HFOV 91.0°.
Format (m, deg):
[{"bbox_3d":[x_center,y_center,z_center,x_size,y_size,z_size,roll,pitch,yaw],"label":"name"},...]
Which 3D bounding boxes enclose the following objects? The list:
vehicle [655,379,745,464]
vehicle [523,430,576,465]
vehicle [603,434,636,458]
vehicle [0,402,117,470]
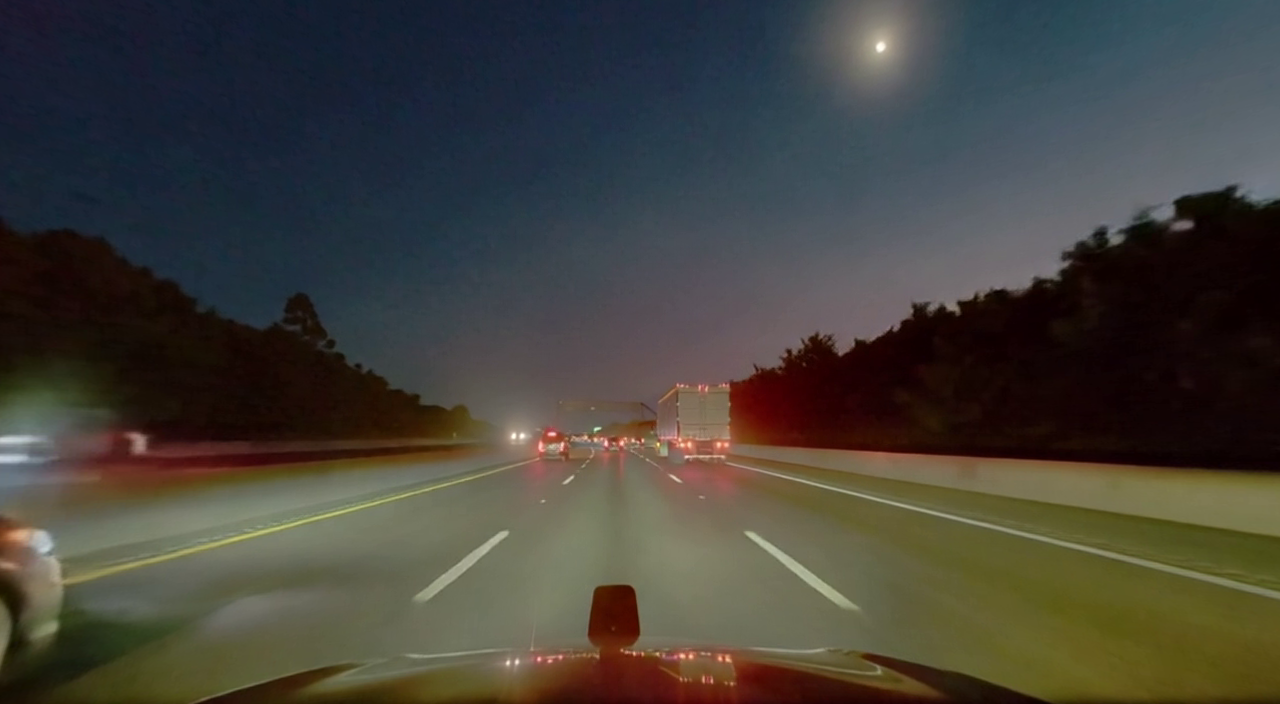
[{"bbox_3d":[3.013,4.301,37.028,3.301,4.034,13.722,0,-8,-3],"label":"vehicle"},{"bbox_3d":[-4.820,5.182,34.307,2.377,1.747,4.703,0,-8,-2],"label":"vehicle"},{"bbox_3d":[-1.418,6.417,42.893,2.125,1.542,3.816,0,-8,-4],"label":"vehicle"},{"bbox_3d":[-16.266,2.144,15.942,1.994,1.613,4.783,0,-8,-1],"label":"vehicle"}]
